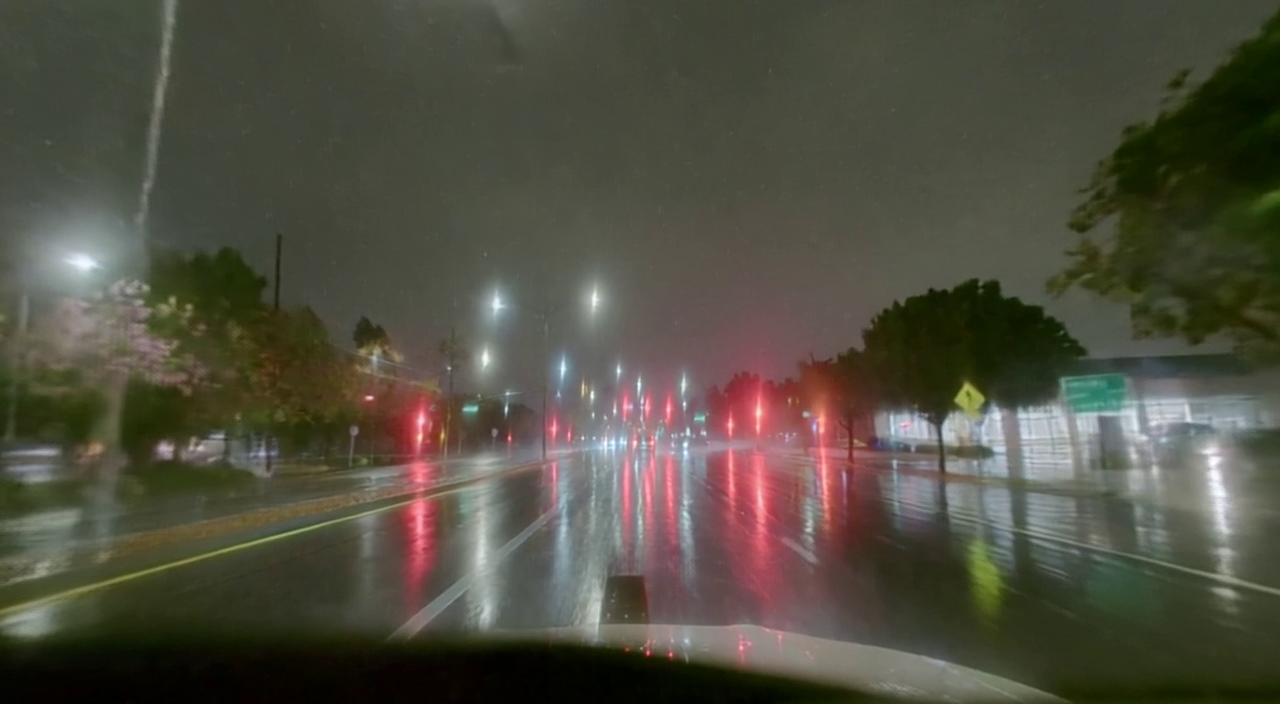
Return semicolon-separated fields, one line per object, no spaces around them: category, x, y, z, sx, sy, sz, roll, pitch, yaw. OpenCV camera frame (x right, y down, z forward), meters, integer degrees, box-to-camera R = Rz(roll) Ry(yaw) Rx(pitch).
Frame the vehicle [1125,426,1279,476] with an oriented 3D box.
vehicle;19.158;3.318;21.402;1.842;1.495;4.474;-1;-8;2
